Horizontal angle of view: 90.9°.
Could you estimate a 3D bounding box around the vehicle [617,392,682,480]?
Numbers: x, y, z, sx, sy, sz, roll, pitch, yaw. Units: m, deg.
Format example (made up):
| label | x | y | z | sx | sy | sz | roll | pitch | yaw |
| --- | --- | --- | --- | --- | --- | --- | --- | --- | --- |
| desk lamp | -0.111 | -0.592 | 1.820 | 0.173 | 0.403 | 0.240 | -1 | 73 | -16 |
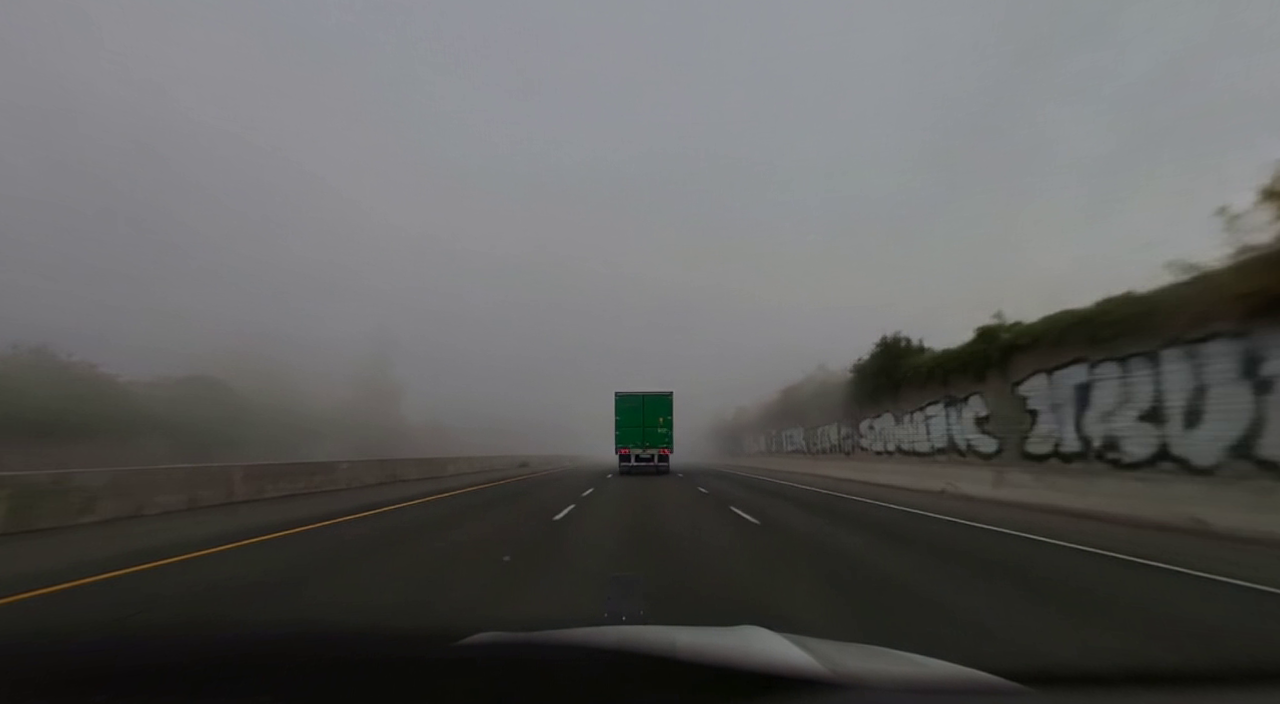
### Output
| label | x | y | z | sx | sy | sz | roll | pitch | yaw |
| --- | --- | --- | --- | --- | --- | --- | --- | --- | --- |
| vehicle | 0.361 | 4.557 | 33.436 | 2.900 | 3.955 | 10.151 | 0 | -9 | -1 |
